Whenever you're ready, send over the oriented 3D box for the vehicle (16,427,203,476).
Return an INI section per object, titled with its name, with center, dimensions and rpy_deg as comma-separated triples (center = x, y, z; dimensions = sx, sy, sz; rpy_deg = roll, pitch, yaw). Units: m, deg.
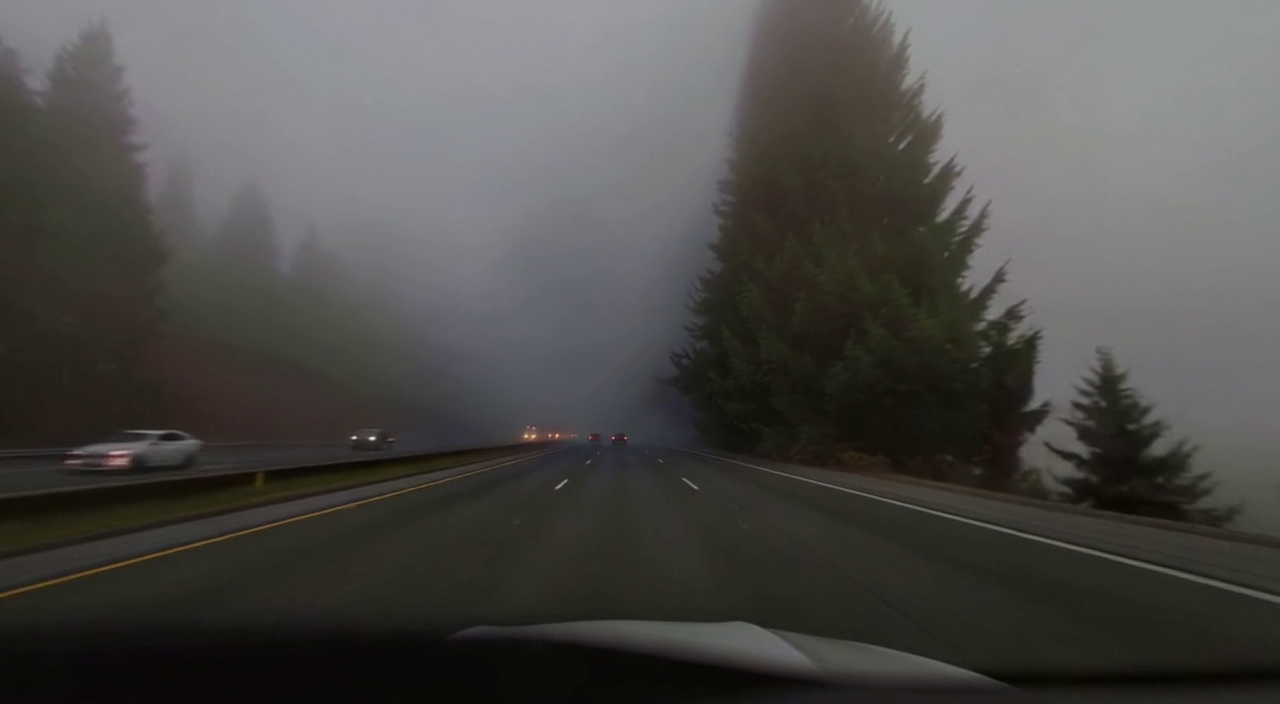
[vehicle]
center = -16.833, 3.173, 20.363
dimensions = 1.957, 1.378, 4.740
rpy_deg = 0, -8, 0
